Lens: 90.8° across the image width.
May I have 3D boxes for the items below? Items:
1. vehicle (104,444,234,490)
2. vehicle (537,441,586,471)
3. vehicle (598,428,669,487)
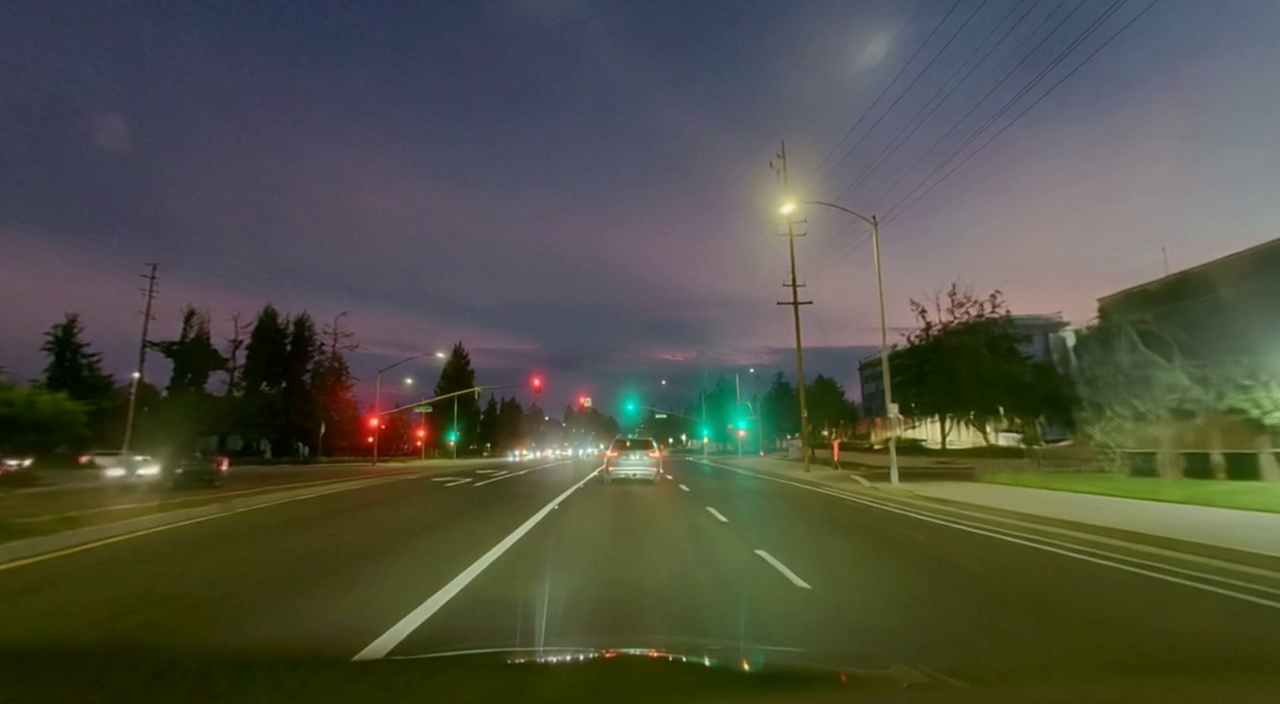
[{"bbox_3d":[-19.281,4.683,26.162,1.945,1.700,4.465,0,-8,0],"label":"vehicle"},{"bbox_3d":[-4.054,5.458,33.338,2.075,1.474,4.367,0,-8,-1],"label":"vehicle"},{"bbox_3d":[-0.238,3.556,21.483,2.188,1.782,3.982,0,-8,-1],"label":"vehicle"}]
